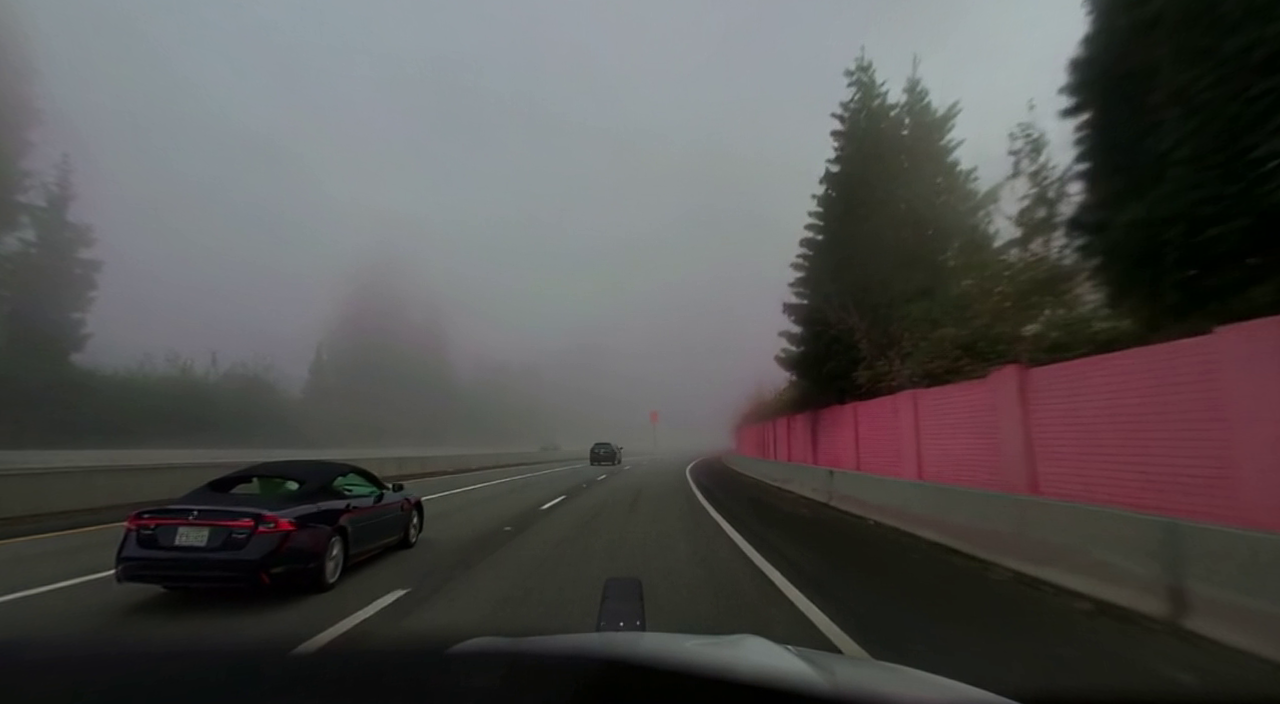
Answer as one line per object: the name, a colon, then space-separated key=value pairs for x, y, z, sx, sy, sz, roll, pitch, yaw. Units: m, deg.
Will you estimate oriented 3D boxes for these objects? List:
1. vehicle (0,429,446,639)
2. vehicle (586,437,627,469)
vehicle: x=-3.590 y=1.576 z=6.524 sx=1.746 sy=1.405 sz=4.339 roll=-1 pitch=-9 yaw=1
vehicle: x=-1.855 y=5.829 z=36.441 sx=1.833 sy=1.697 sz=3.984 roll=-1 pitch=-9 yaw=5
